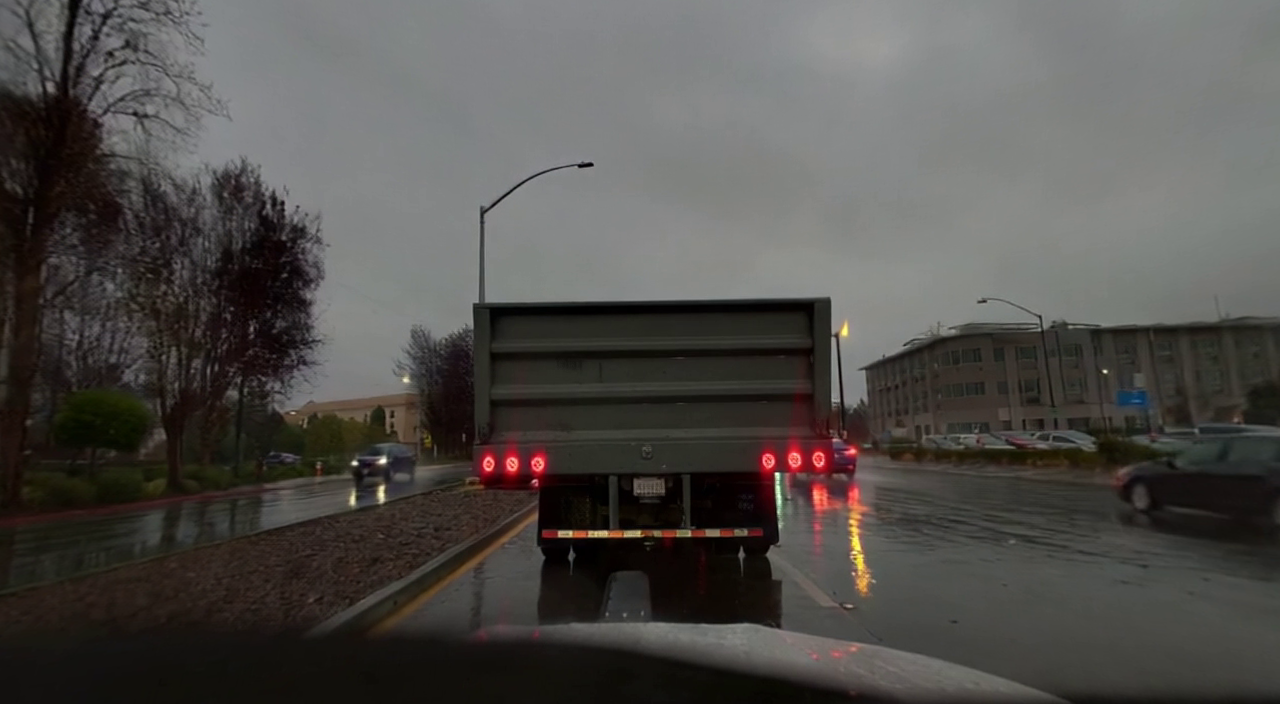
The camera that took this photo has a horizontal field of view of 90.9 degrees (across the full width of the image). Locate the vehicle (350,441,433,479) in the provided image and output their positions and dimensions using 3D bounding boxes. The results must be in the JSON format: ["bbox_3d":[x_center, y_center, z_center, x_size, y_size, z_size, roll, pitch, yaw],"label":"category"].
[{"bbox_3d":[-14.009,6.107,36.061,2.218,1.926,5.753,-1,-8,2],"label":"vehicle"}]

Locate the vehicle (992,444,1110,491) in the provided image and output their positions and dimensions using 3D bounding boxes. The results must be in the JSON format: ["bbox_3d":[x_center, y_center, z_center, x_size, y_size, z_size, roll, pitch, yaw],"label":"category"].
[{"bbox_3d":[14.326,4.008,22.248,1.702,1.475,3.670,-1,-8,1],"label":"vehicle"}]

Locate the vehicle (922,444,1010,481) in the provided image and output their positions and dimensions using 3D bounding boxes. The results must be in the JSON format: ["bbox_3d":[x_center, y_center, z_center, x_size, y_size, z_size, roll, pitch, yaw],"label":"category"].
[{"bbox_3d":[14.193,4.802,27.743,1.777,1.488,4.081,-1,-8,1],"label":"vehicle"}]

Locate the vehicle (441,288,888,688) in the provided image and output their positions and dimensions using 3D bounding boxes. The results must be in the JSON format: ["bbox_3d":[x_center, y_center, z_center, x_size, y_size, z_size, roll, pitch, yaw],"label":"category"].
[{"bbox_3d":[0.288,1.300,7.378,2.650,2.391,7.008,-1,-8,3],"label":"vehicle"}]

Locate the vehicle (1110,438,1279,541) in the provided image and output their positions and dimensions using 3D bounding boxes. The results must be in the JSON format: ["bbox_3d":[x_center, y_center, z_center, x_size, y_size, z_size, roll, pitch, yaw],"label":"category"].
[{"bbox_3d":[10.200,2.157,10.320,1.907,1.465,4.077,-1,-8,2],"label":"vehicle"}]
